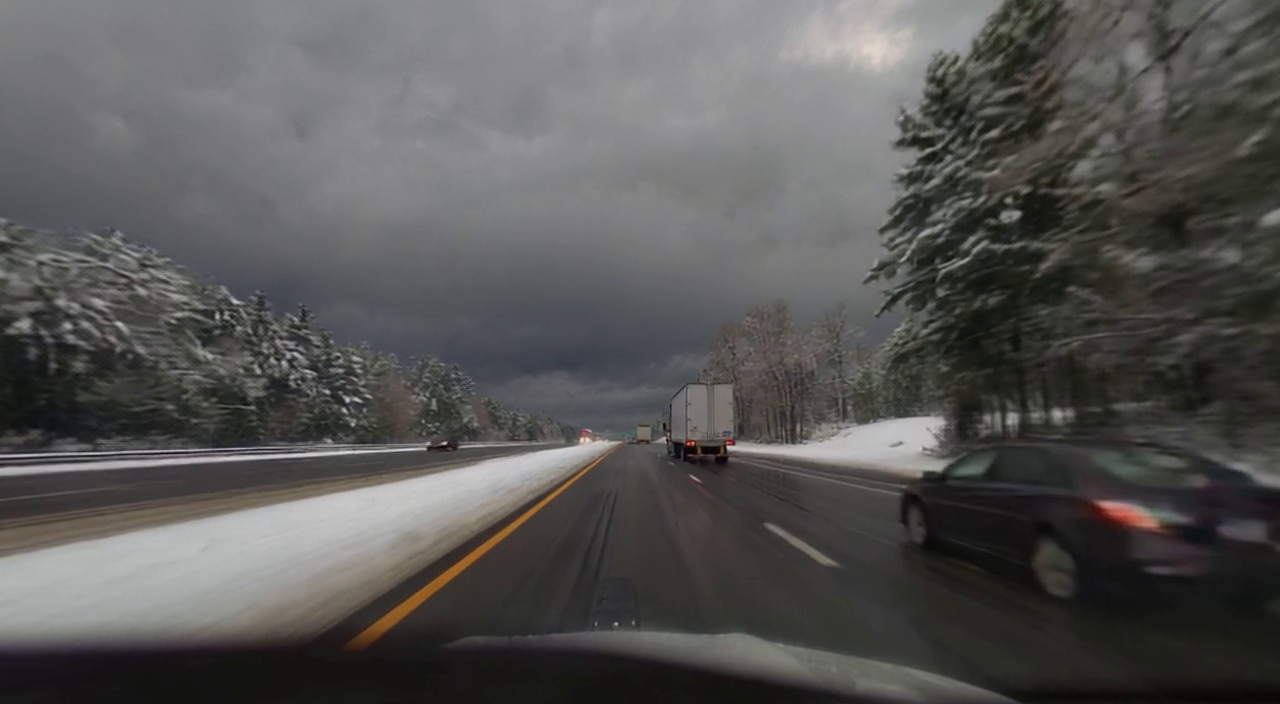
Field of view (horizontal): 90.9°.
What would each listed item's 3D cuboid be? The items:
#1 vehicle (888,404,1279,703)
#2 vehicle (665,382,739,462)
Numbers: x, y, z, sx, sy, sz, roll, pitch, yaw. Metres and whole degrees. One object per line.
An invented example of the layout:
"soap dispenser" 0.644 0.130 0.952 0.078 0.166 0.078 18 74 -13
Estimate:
"vehicle" 3.657 1.223 4.621 1.984 1.482 3.833 0 -8 -2
"vehicle" 3.329 4.245 37.213 2.911 3.994 10.840 0 -8 -2
